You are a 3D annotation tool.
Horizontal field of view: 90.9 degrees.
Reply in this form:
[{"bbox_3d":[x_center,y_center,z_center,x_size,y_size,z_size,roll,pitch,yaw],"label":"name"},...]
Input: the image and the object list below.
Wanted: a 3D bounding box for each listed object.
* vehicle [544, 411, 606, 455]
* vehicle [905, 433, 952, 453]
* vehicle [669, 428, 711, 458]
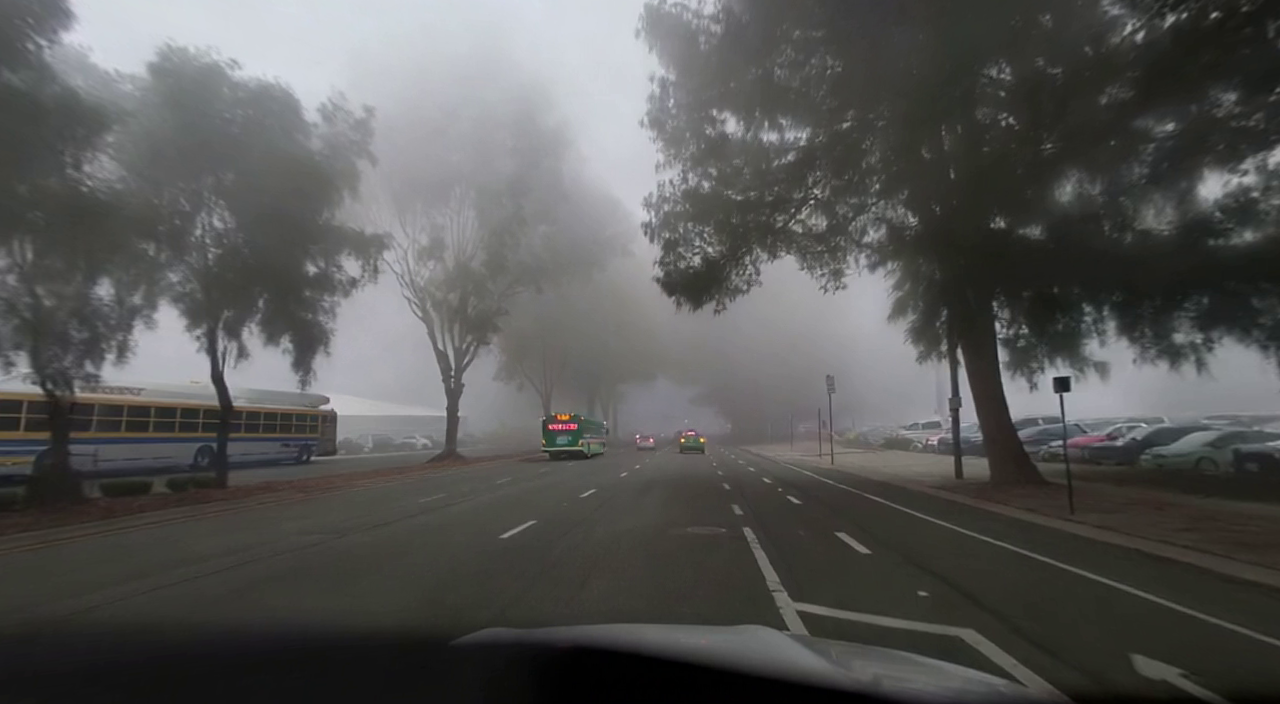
[{"bbox_3d":[-3.986,5.240,40.193,2.485,2.556,6.363,-1,-9,7],"label":"vehicle"},{"bbox_3d":[22.388,7.121,49.121,1.849,1.466,4.831,-1,-9,7],"label":"vehicle"},{"bbox_3d":[2.738,4.949,34.248,2.123,1.498,4.226,-1,-9,5],"label":"vehicle"}]
